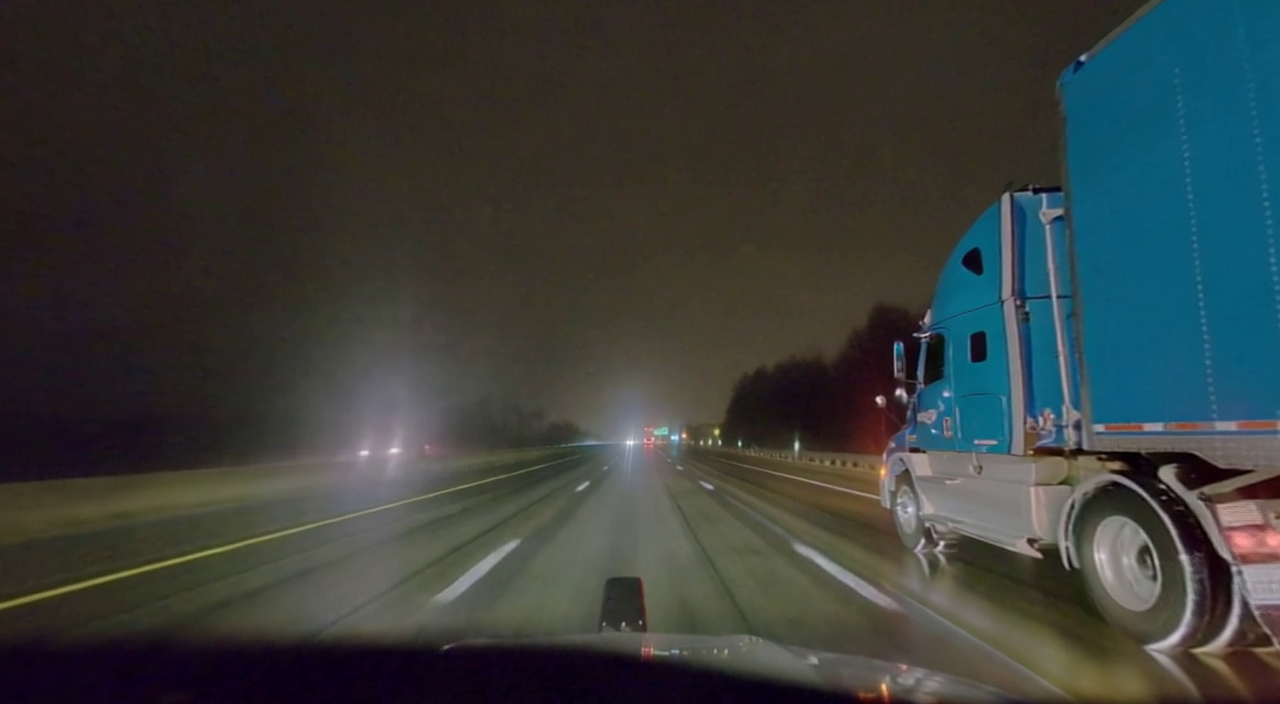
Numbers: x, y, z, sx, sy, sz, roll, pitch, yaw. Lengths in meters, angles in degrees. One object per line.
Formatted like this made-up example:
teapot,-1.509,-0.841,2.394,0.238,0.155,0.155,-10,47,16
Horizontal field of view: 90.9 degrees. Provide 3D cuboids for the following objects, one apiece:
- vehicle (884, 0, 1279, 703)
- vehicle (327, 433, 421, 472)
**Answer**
vehicle,4.031,-0.440,1.692,3.012,3.768,8.945,0,-8,-1
vehicle,-14.113,5.390,34.030,2.495,1.889,5.742,0,-8,1
